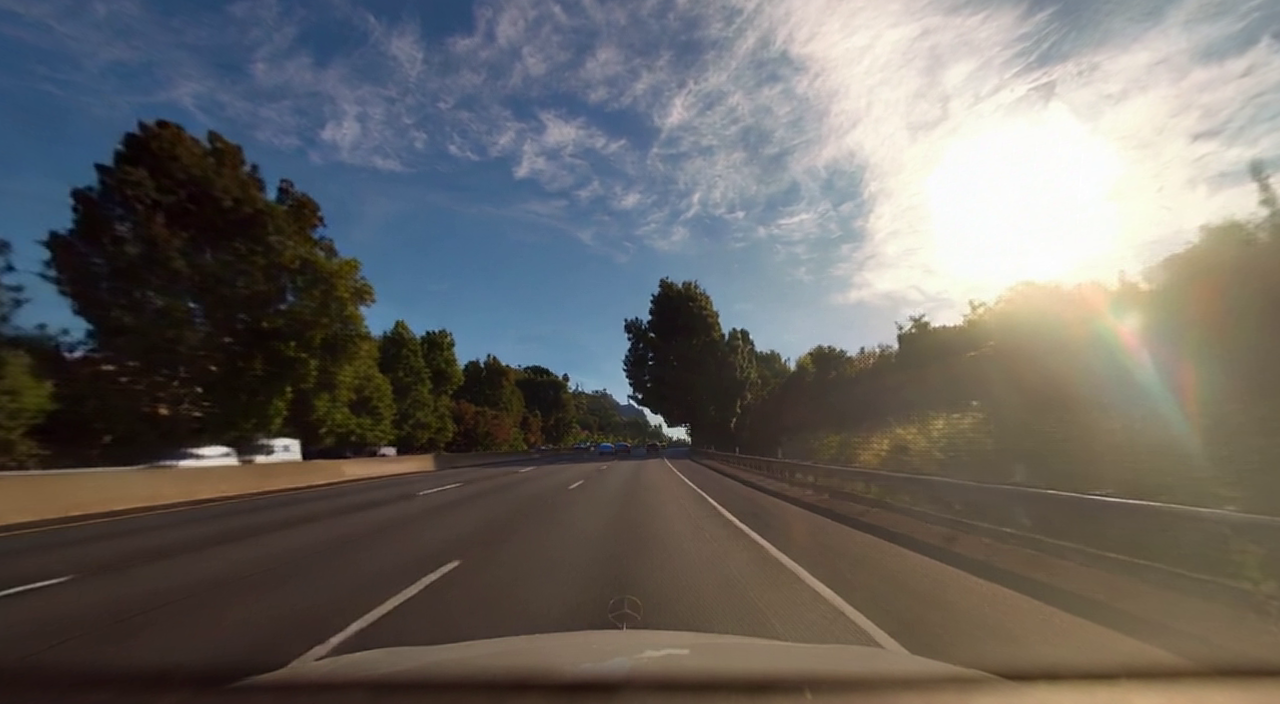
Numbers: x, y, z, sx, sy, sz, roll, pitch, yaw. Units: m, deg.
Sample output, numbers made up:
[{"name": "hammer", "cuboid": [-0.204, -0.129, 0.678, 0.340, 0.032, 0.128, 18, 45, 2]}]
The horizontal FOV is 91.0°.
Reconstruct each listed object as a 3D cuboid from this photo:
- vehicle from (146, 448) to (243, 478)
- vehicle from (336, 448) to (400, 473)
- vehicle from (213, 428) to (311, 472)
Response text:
[{"name": "vehicle", "cuboid": [-23.345, 5.795, 33.241, 1.797, 1.453, 4.452, 0, -8, 1]}, {"name": "vehicle", "cuboid": [-16.343, 6.512, 38.016, 1.820, 1.389, 4.298, 0, -8, 2]}, {"name": "vehicle", "cuboid": [-23.236, 6.057, 39.049, 2.406, 2.510, 5.519, -1, -8, 3]}]
